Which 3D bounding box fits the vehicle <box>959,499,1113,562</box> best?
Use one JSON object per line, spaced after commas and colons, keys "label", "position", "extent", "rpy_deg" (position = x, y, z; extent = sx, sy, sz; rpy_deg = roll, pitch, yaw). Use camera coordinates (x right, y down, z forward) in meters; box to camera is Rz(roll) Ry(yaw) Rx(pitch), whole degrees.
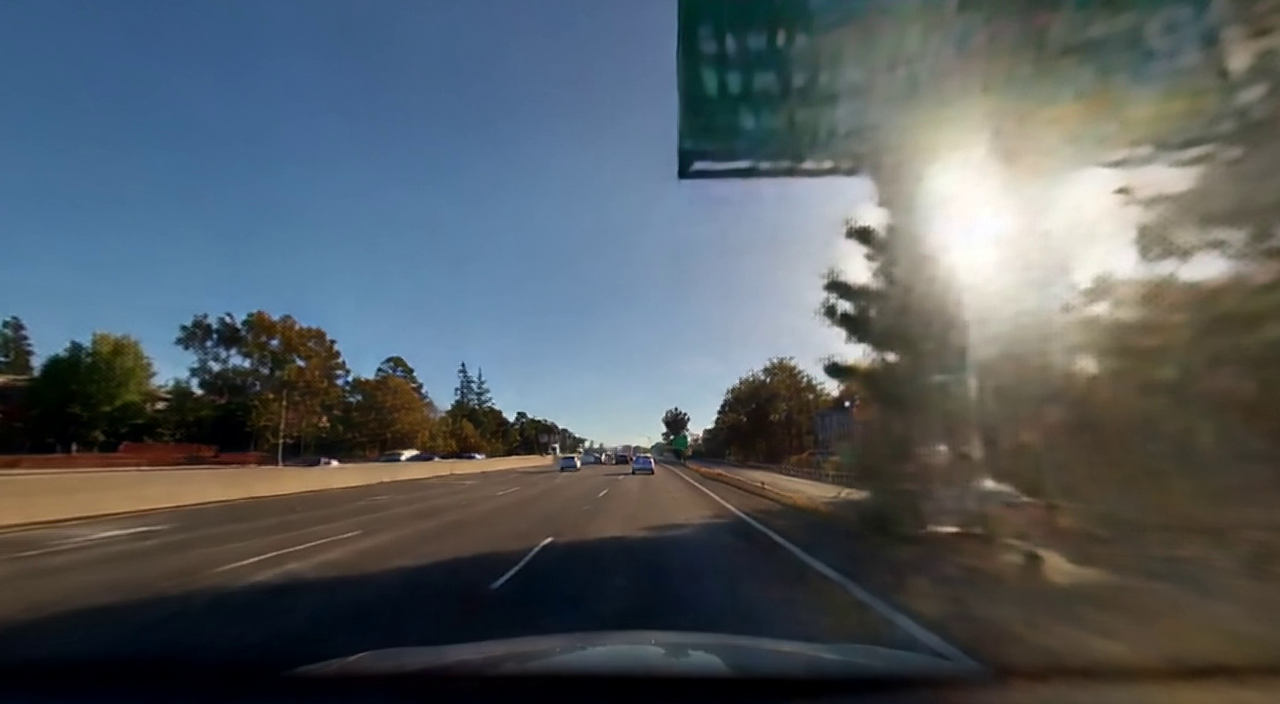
{"label": "vehicle", "position": [17.249, 7.762, 28.004], "extent": [2.599, 1.962, 5.759], "rpy_deg": [1, -9, -7]}

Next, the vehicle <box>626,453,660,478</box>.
{"label": "vehicle", "position": [0.204, 7.157, 39.957], "extent": [2.051, 1.443, 3.770], "rpy_deg": [0, -9, 1]}

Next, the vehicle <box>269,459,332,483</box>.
{"label": "vehicle", "position": [-22.896, 8.042, 42.674], "extent": [1.810, 1.450, 4.356], "rpy_deg": [0, -9, 0]}
